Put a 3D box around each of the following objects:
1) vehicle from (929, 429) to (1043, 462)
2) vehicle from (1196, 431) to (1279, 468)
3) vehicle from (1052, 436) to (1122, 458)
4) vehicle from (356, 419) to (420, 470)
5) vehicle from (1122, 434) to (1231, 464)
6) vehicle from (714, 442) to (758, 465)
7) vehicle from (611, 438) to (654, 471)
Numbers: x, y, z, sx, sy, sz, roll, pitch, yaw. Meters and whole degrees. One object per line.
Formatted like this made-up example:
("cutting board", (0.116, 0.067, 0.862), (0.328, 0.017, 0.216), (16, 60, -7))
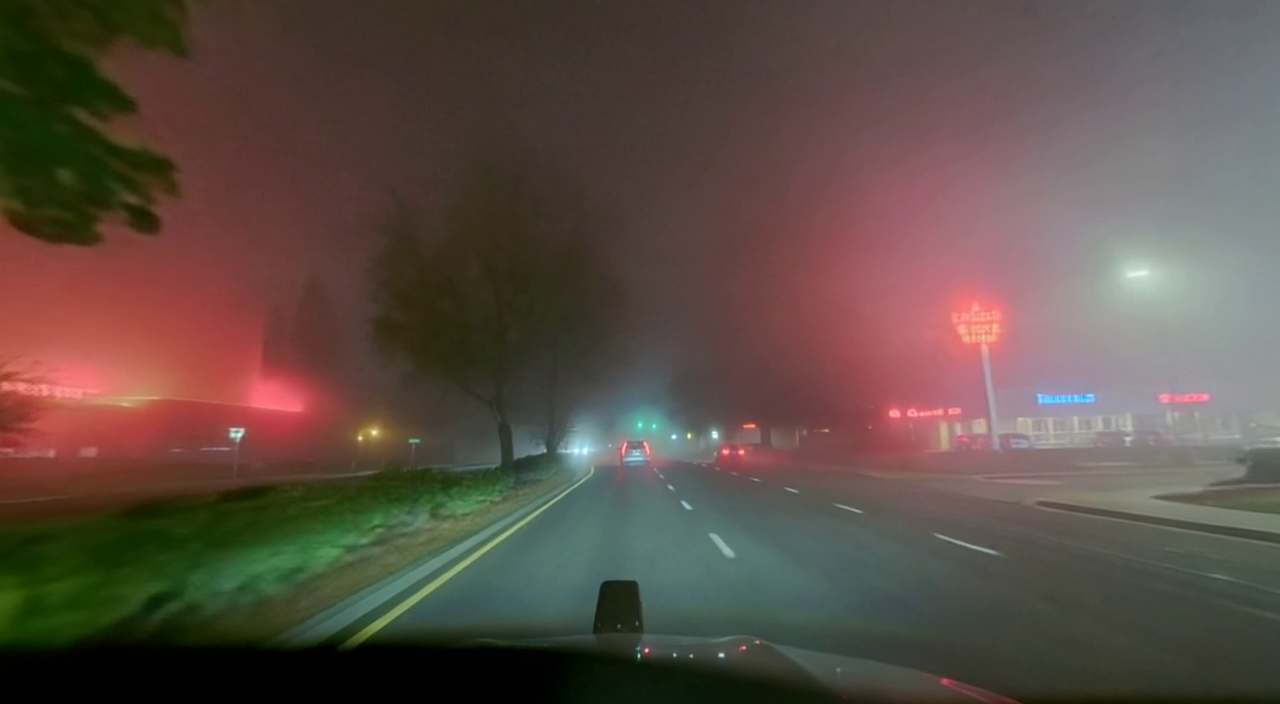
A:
("vehicle", (22.140, 6.011, 40.596), (5.909, 1.970, 2.365), (0, -8, 0))
("vehicle", (26.799, 4.123, 26.888), (1.840, 1.446, 4.820), (-1, -8, 0))
("vehicle", (32.734, 6.974, 46.454), (1.804, 1.461, 4.611), (0, -8, 1))
("vehicle", (-19.776, 7.297, 49.853), (2.986, 3.786, 4.453), (0, -8, 1))
("vehicle", (26.943, 4.896, 31.964), (1.761, 1.409, 4.353), (0, -8, 1))
("vehicle", (6.637, 7.059, 44.089), (2.075, 1.475, 4.571), (0, -8, -3))
("vehicle", (-0.461, 5.239, 32.392), (2.072, 1.545, 4.578), (0, -8, -3))
